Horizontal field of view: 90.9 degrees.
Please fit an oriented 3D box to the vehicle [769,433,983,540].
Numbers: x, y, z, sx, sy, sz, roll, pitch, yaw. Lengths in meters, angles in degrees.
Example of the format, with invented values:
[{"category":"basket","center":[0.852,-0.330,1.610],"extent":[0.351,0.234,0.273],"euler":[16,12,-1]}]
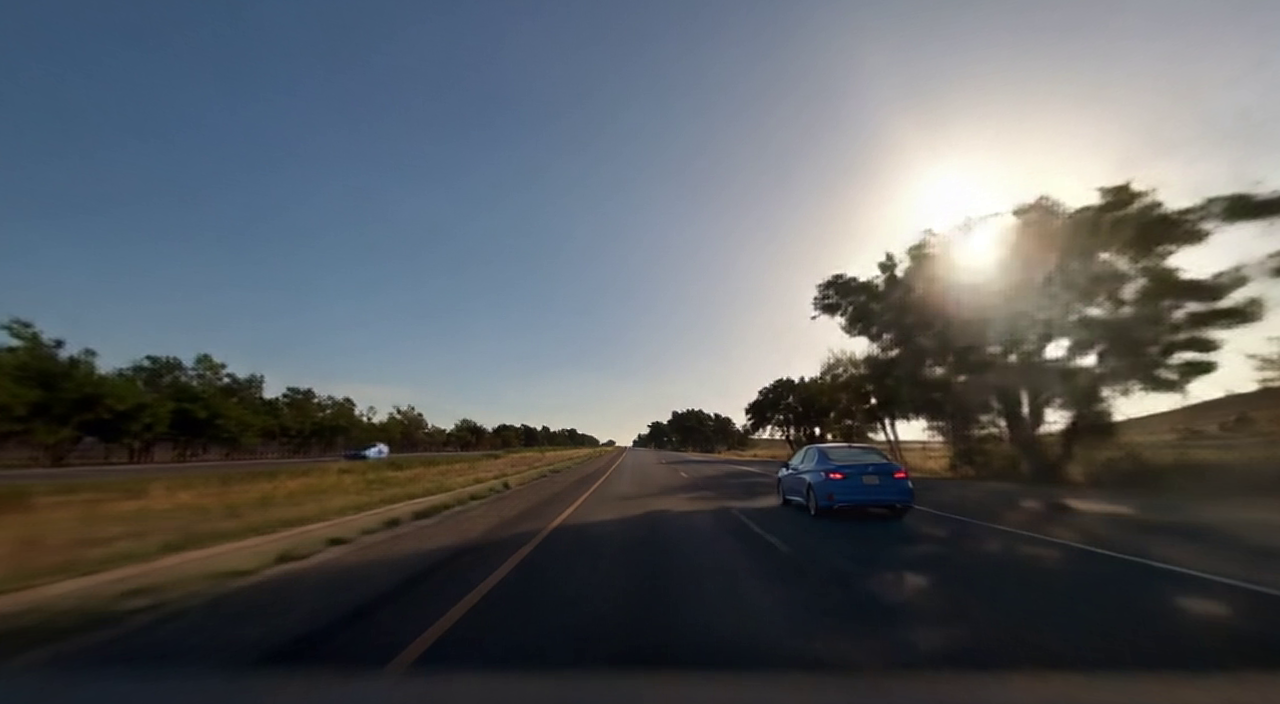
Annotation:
[{"category":"vehicle","center":[3.768,2.215,11.114],"extent":[2.003,1.466,4.441],"euler":[0,-8,-1]}]
